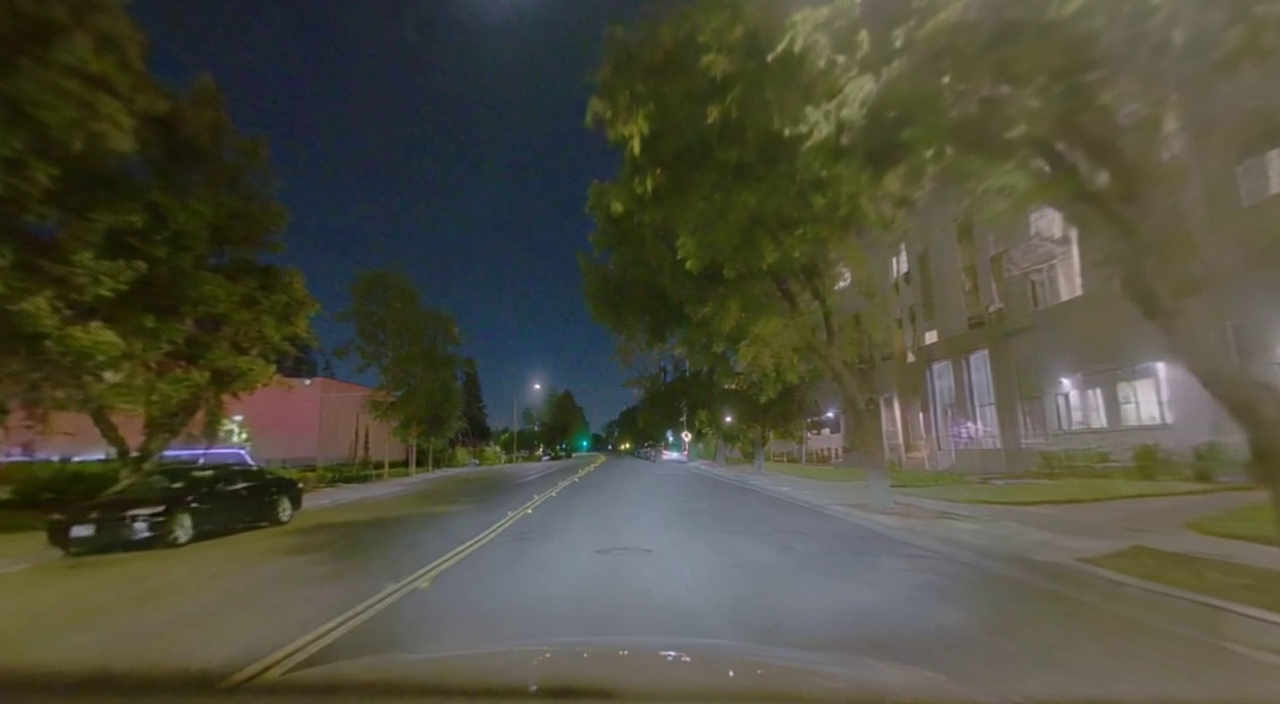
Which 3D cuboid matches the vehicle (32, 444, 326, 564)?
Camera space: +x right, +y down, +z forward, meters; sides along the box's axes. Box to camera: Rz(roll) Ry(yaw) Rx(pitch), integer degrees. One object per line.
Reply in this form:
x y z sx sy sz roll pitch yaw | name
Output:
-7.513 2.441 11.031 1.928 1.537 4.439 -2 -8 -2 | vehicle

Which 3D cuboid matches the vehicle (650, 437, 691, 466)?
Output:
2.031 6.911 43.961 2.248 1.821 5.021 0 -9 -4 | vehicle
